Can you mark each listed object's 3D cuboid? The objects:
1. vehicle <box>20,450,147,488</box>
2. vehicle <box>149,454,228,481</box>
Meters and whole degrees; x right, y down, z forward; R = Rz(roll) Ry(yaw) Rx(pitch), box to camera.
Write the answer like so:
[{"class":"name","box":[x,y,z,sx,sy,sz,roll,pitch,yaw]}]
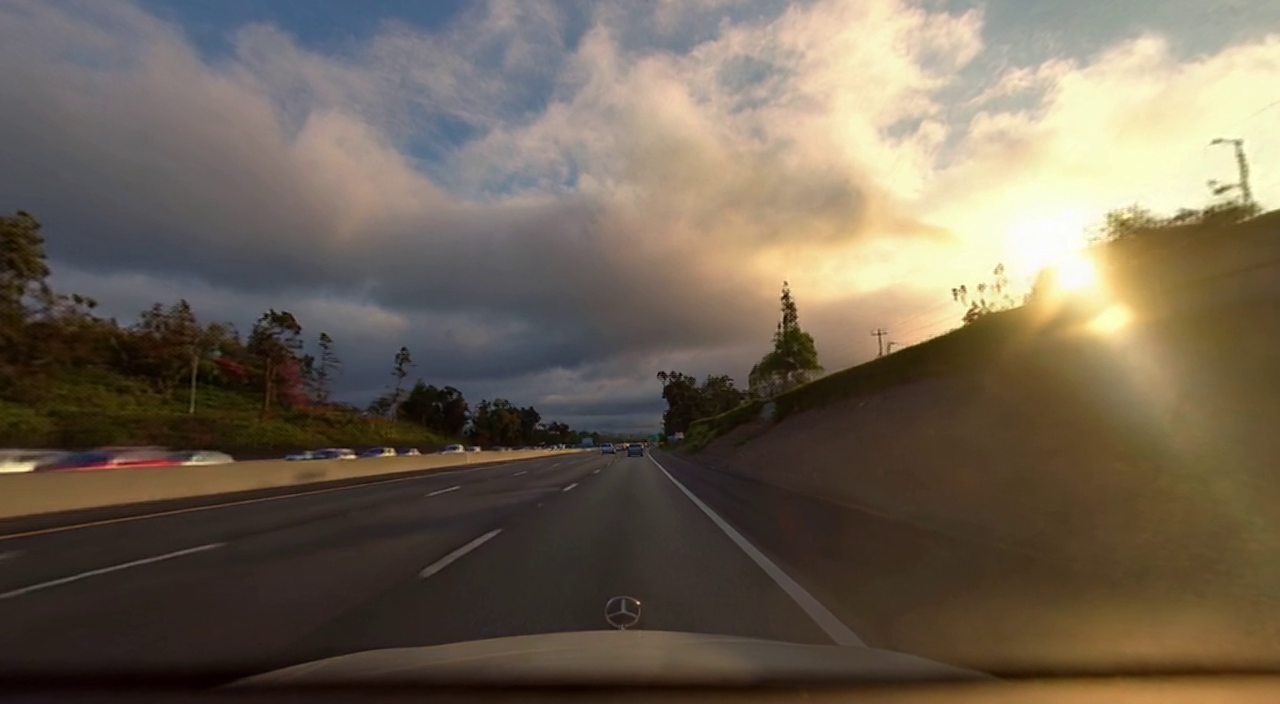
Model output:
[{"class":"vehicle","box":[-26.195,5.485,29.907,1.899,1.662,4.476,0,-9,0]},{"class":"vehicle","box":[-29.719,7.601,41.643,1.880,1.586,4.471,0,-9,0]}]
